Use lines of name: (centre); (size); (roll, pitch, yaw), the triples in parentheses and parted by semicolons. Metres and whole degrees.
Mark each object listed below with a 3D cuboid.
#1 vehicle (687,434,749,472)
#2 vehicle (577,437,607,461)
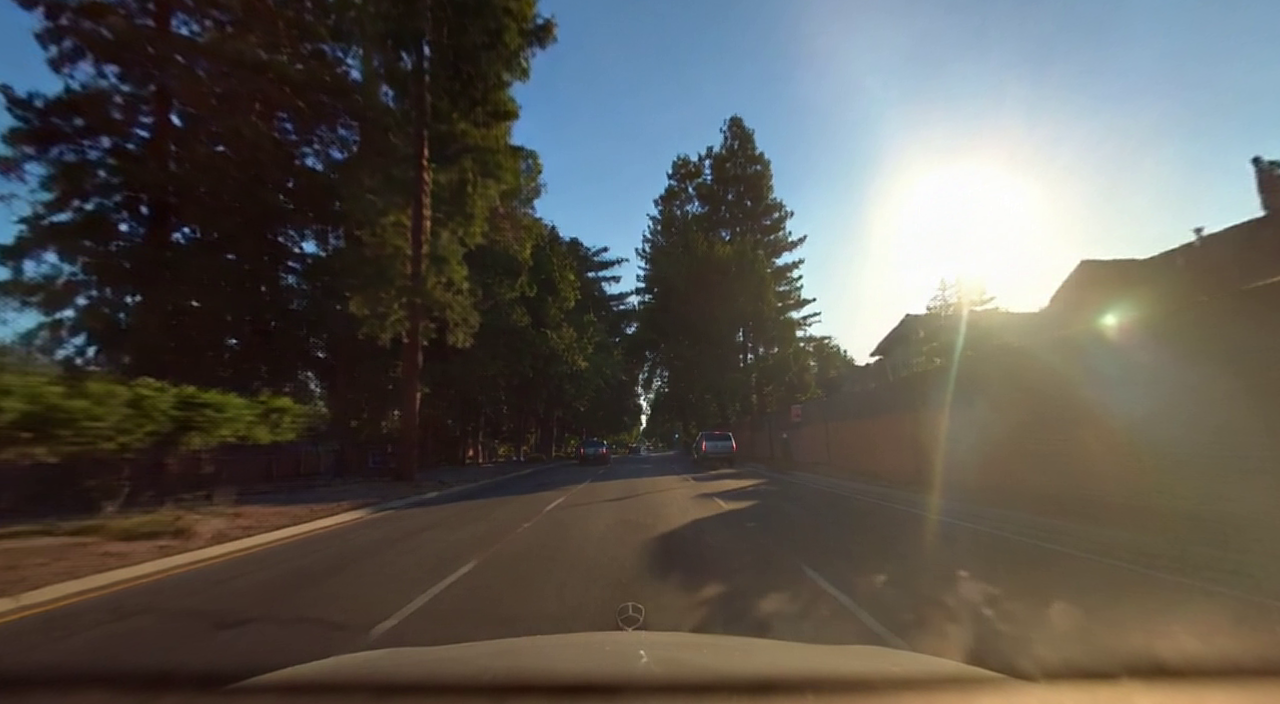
vehicle: (3.683, 4.883, 30.630); (2.321, 1.695, 5.037); (0, -8, 0)
vehicle: (-3.630, 7.434, 48.447); (2.002, 1.747, 4.728); (0, -8, 0)
